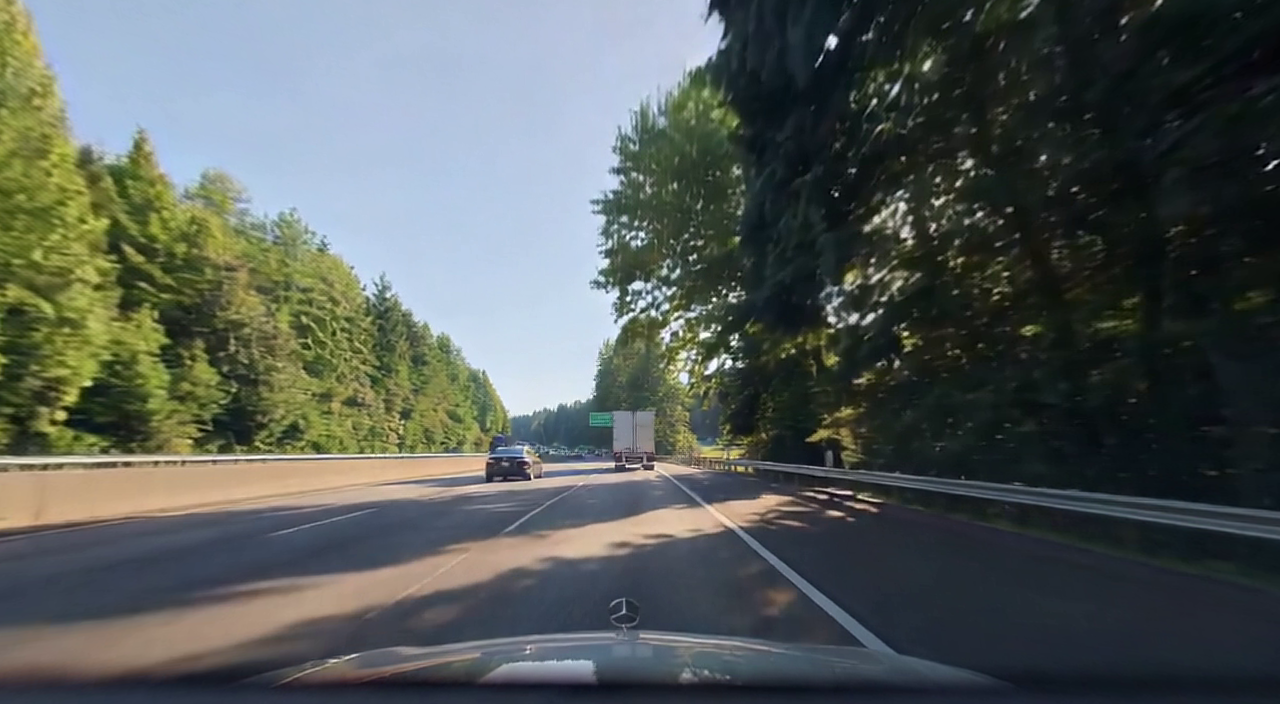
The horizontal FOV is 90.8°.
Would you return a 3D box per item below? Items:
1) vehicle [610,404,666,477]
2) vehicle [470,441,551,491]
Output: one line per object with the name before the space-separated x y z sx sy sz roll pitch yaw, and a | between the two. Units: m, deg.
vehicle | -0.226 5.648 39.534 2.976 3.800 12.335 0 -9 -1
vehicle | -4.403 3.939 22.054 1.964 1.556 4.071 0 -9 0
